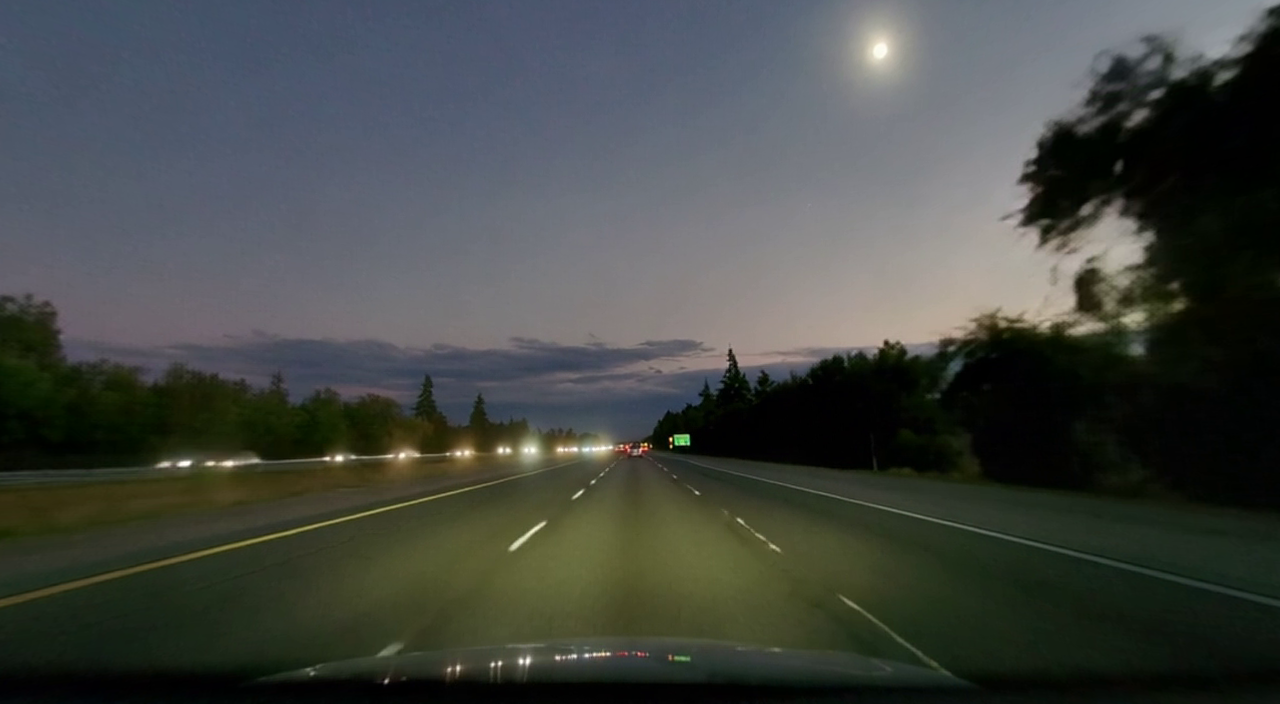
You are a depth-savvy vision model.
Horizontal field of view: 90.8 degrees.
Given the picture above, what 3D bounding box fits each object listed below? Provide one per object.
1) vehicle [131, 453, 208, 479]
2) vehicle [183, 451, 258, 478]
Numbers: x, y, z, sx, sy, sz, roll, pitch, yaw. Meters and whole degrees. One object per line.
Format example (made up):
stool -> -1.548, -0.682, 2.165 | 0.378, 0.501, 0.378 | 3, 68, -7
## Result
vehicle -> -32.613, 7.907, 43.971 | 1.931, 1.667, 4.443 | 0, -9, 0
vehicle -> -28.744, 7.694, 43.495 | 1.977, 1.664, 4.701 | 0, -9, 0
